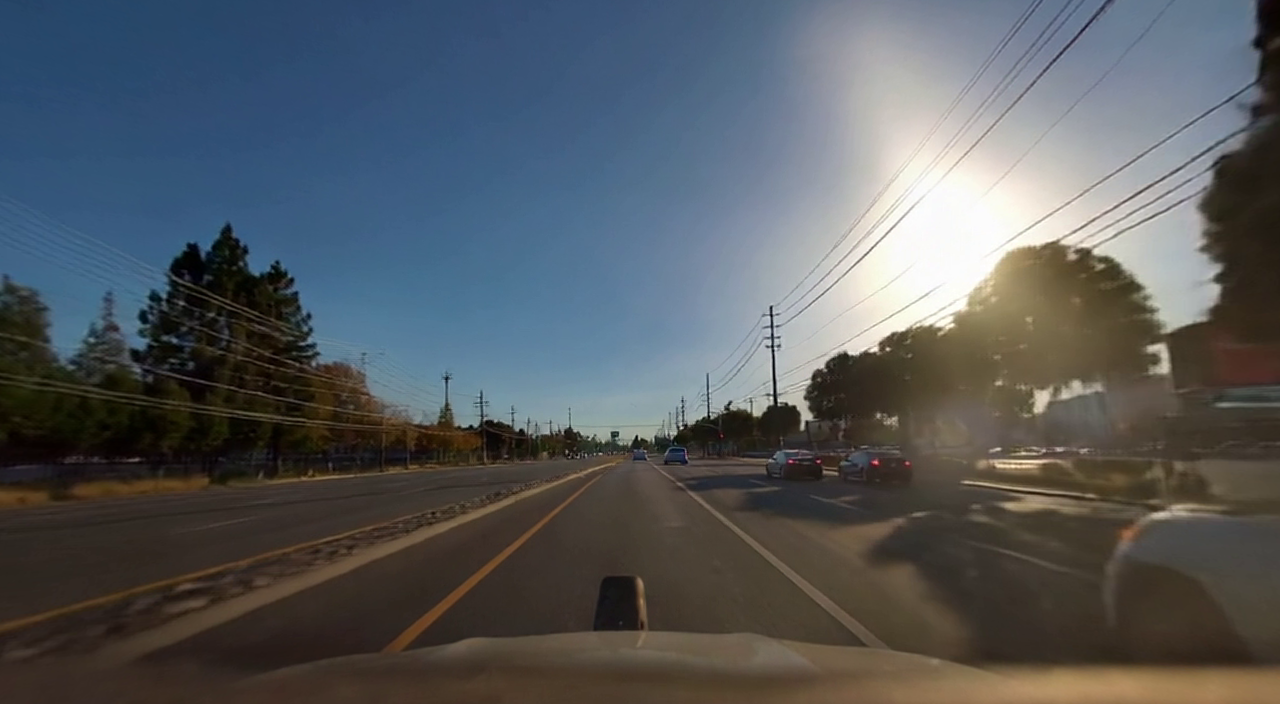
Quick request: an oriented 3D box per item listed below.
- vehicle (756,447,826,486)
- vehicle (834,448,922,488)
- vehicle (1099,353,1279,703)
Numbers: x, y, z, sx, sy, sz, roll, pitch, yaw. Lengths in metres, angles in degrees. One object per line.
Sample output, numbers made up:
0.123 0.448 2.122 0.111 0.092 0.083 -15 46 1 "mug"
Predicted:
6.293 4.808 26.836 1.882 1.476 4.344 0 -8 -1 "vehicle"
9.873 4.803 26.589 1.874 1.482 4.545 0 -8 -1 "vehicle"
3.257 0.660 0.906 2.078 1.668 4.078 0 -8 0 "vehicle"
